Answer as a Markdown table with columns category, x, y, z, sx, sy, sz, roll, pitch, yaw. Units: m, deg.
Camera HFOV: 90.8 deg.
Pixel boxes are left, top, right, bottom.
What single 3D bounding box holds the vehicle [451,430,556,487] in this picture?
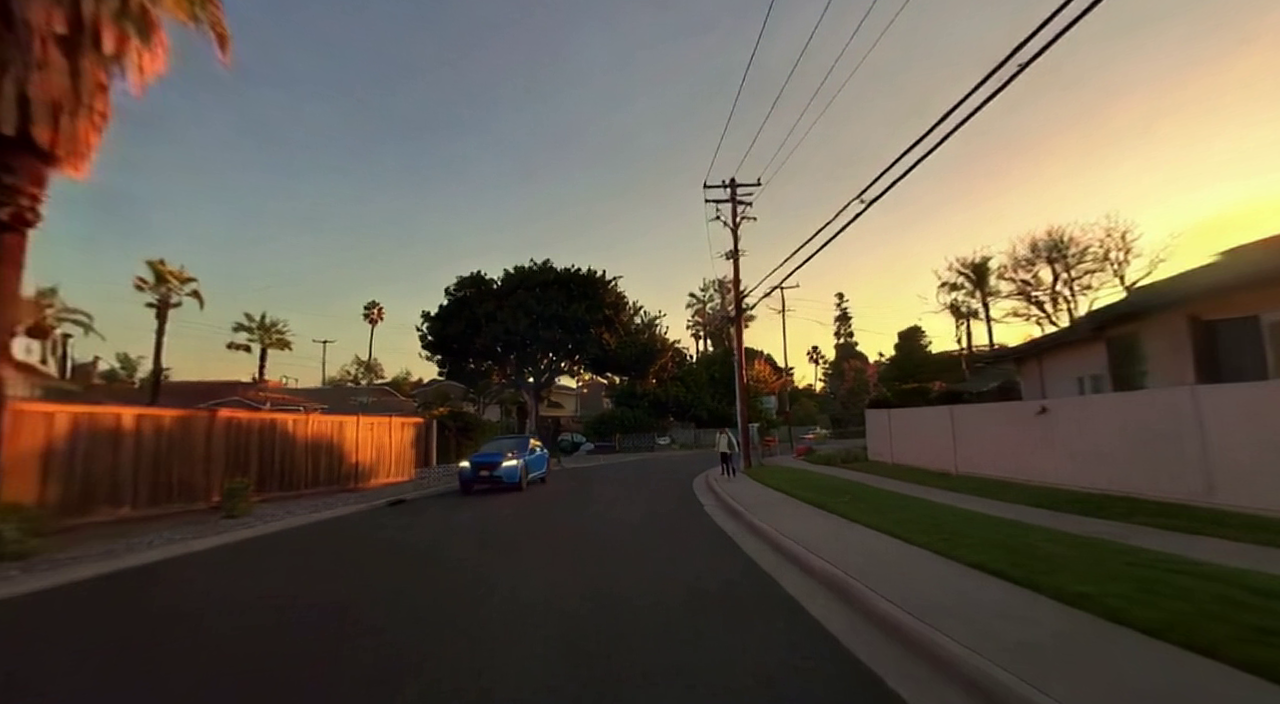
| category | x | y | z | sx | sy | sz | roll | pitch | yaw |
| --- | --- | --- | --- | --- | --- | --- | --- | --- | --- |
| vehicle | -4.567 | 3.652 | 21.923 | 2.208 | 1.758 | 4.529 | -1 | -8 | 6 |
